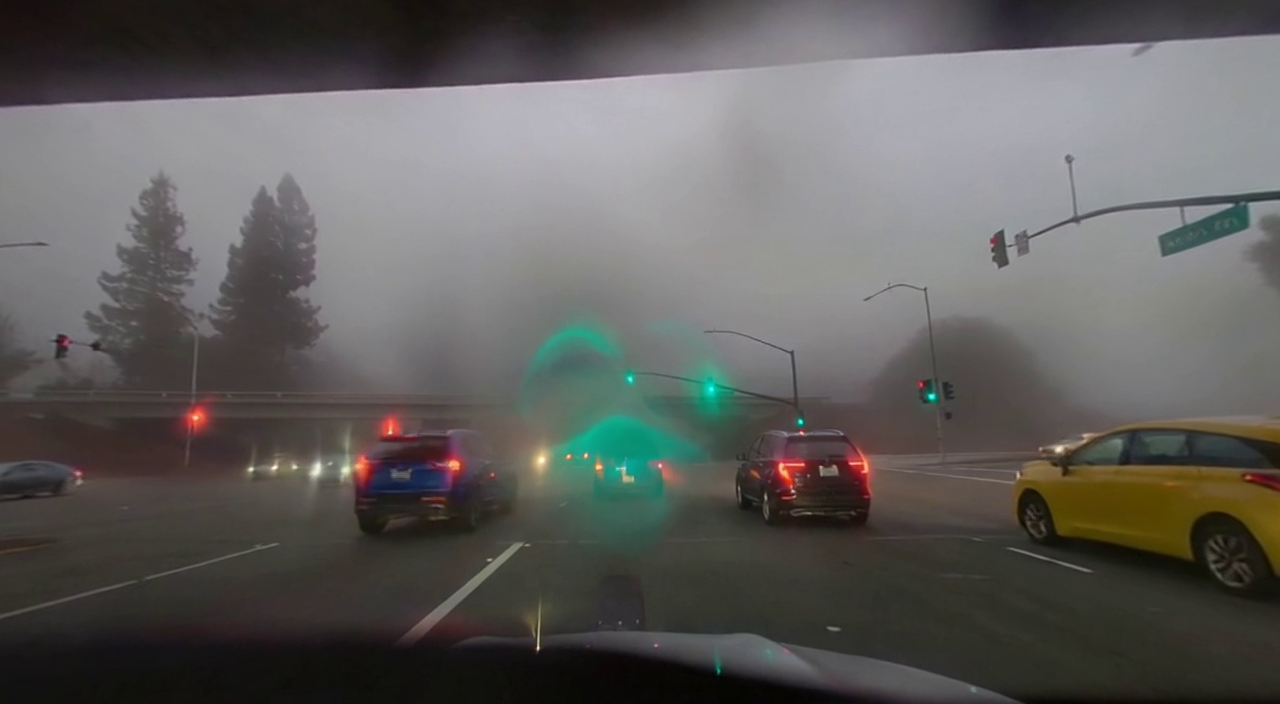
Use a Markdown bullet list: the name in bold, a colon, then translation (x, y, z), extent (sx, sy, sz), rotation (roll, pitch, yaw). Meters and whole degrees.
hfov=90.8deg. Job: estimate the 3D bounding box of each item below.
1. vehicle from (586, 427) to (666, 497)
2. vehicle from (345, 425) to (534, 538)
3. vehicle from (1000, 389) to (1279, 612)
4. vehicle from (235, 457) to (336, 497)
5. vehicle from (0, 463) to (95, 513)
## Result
- **vehicle**: translation (-0.470, 3.588, 21.007), extent (2.342, 2.026, 4.642), rotation (0, -8, -1)
- **vehicle**: translation (-3.587, 2.411, 12.435), extent (2.060, 1.768, 4.681), rotation (-1, -8, 2)
- **vehicle**: translation (6.232, 1.456, 6.838), extent (2.074, 1.785, 4.320), rotation (0, -8, 0)
- **vehicle**: translation (-15.775, 5.556, 28.444), extent (1.859, 1.542, 4.657), rotation (0, -8, -1)
- **vehicle**: translation (-22.914, 4.899, 22.780), extent (2.044, 1.584, 5.067), rotation (0, -8, -1)
